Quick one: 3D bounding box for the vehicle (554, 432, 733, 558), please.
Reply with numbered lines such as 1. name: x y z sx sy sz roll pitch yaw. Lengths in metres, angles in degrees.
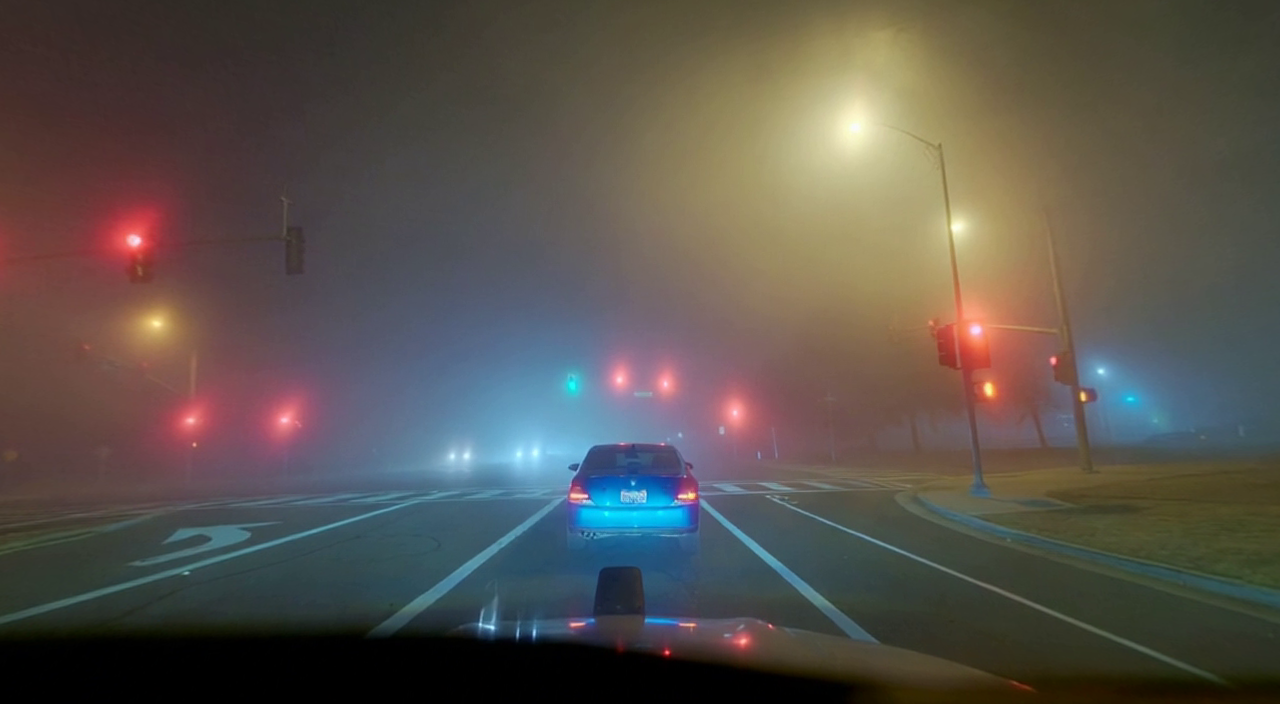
1. vehicle: 0.008 1.993 9.511 2.107 1.470 3.974 0 -9 -1
